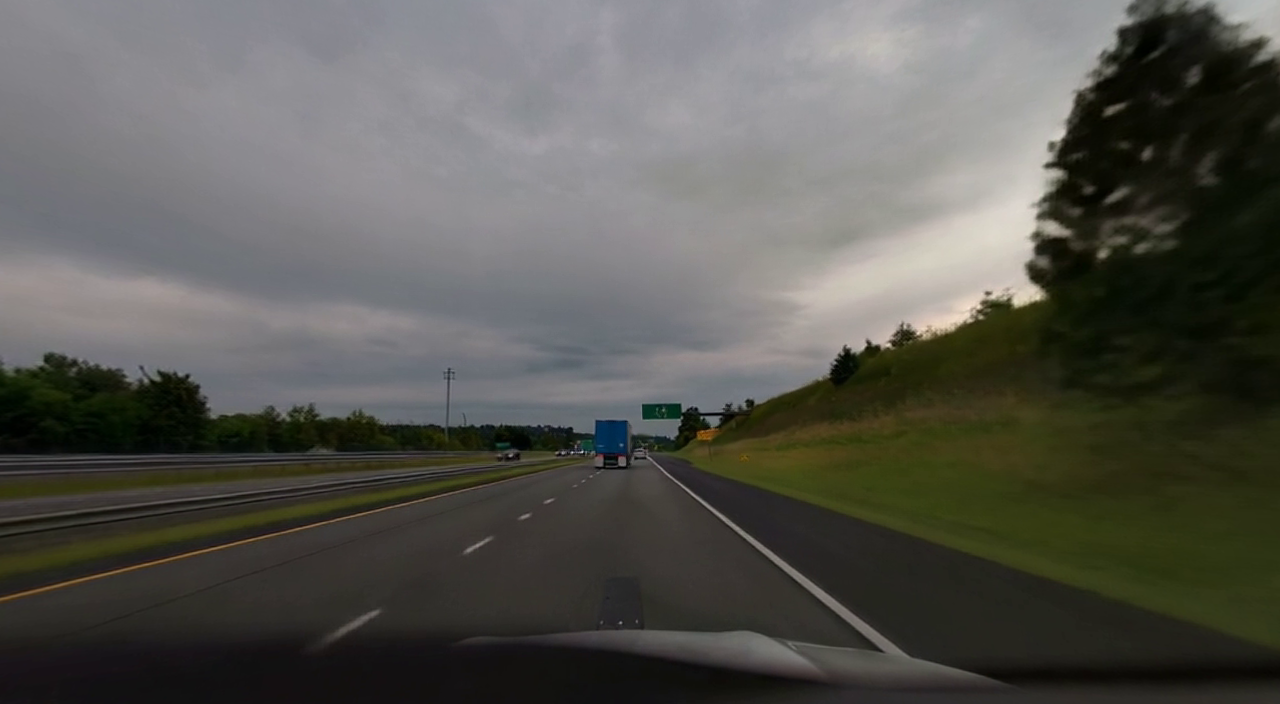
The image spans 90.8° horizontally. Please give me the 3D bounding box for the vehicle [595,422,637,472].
[{"bbox_3d":[-1.603,6.720,44.517,2.704,3.270,6.745,0,-9,-1],"label":"vehicle"}]
